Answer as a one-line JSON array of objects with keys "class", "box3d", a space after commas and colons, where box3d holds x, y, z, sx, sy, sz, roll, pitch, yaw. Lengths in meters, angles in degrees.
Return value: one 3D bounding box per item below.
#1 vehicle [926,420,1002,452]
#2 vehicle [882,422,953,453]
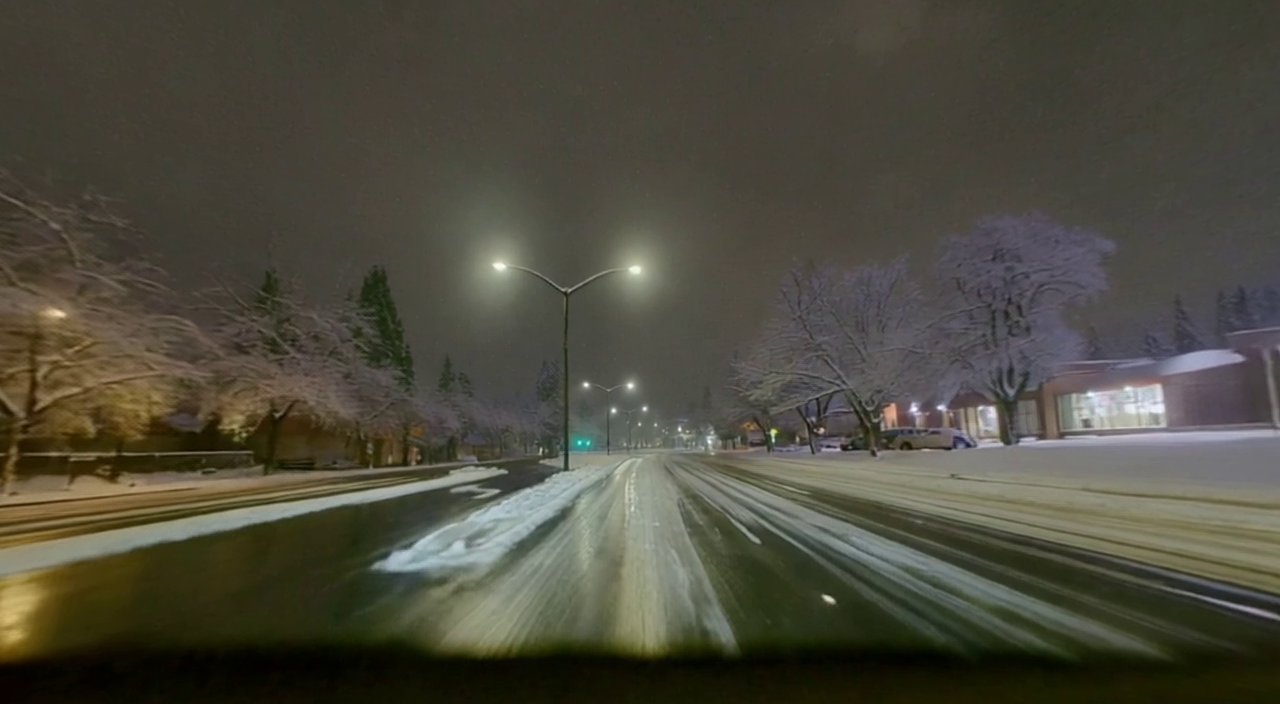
[{"class": "vehicle", "box3d": [22.305, 5.841, 43.776, 2.269, 1.949, 5.193, -2, -8, -2]}, {"class": "vehicle", "box3d": [18.844, 5.884, 43.286, 2.228, 1.991, 5.447, 0, -9, -2]}]
